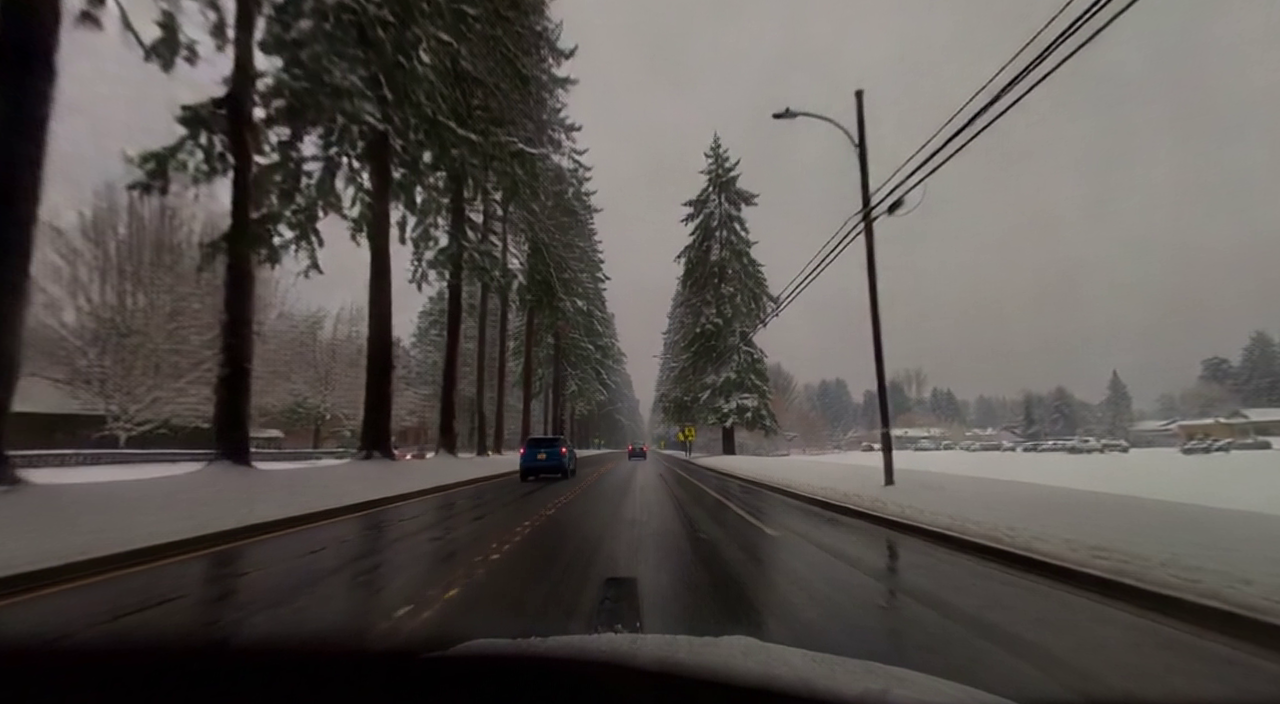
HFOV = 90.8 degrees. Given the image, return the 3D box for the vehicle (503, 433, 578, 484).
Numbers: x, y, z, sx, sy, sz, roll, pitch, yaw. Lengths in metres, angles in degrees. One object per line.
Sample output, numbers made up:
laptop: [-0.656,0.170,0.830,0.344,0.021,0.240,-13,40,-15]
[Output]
vehicle: [-3.582,3.943,23.692,2.078,1.748,4.279,0,-8,0]
